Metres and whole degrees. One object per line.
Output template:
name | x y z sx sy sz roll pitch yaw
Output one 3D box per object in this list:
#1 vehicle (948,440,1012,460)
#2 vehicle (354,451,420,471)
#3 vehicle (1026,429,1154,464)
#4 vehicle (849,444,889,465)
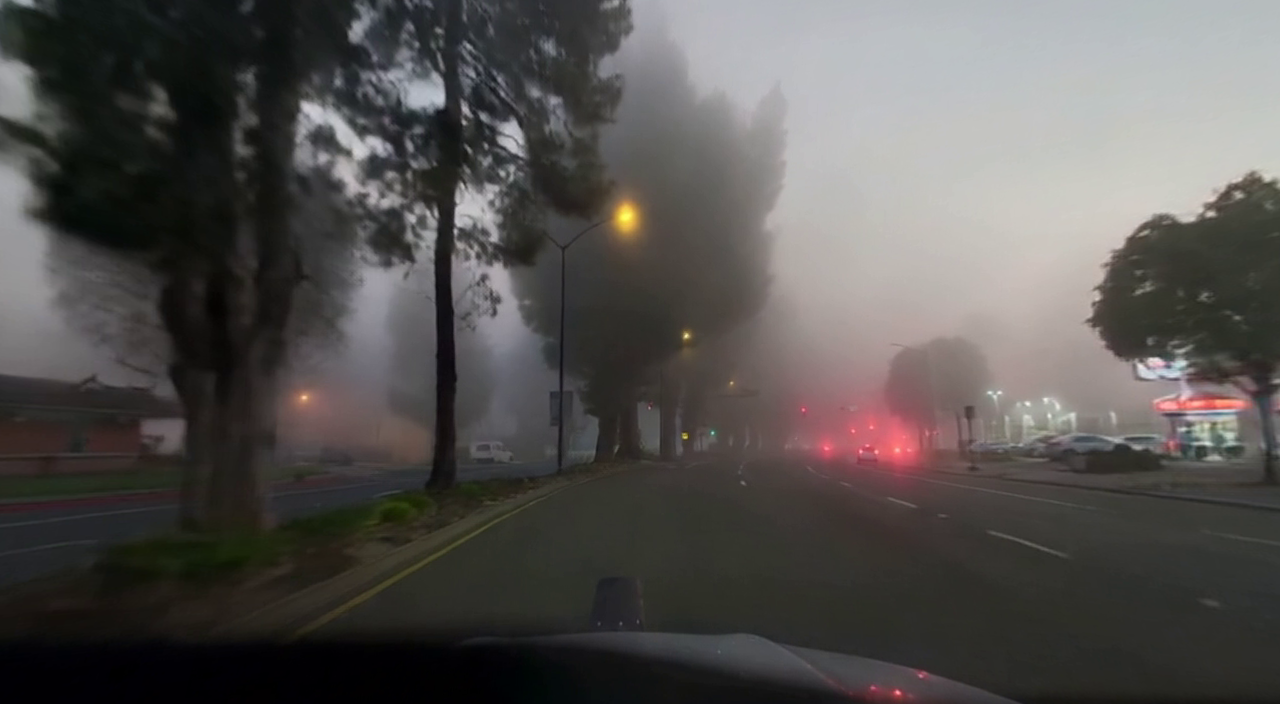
vehicle | 26.244 7.567 48.913 1.843 1.455 4.558 2 -9 -11
vehicle | -19.942 8.562 49.781 4.520 1.439 1.919 -2 -9 14
vehicle | 24.175 5.140 34.286 2.239 1.742 5.364 2 -9 -14
vehicle | 17.441 7.799 48.273 2.099 1.464 4.615 -2 -9 10
